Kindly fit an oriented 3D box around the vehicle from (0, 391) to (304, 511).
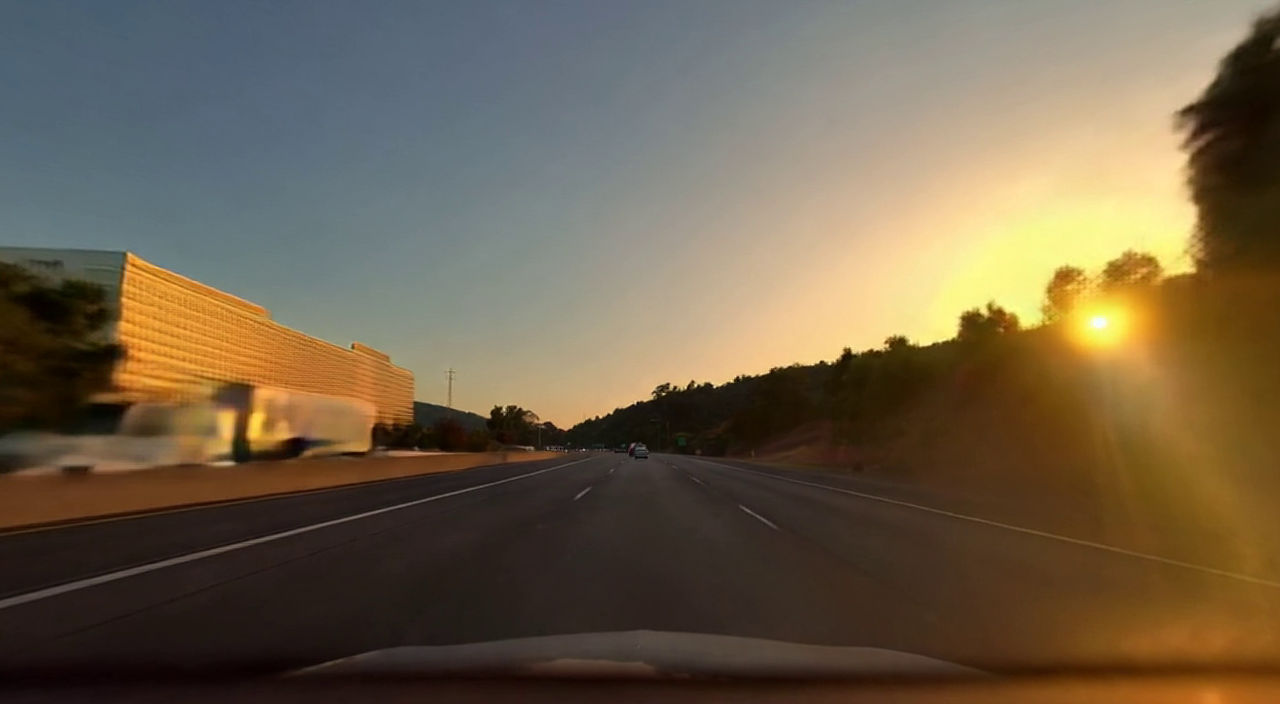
[{"bbox_3d":[-11.386,2.408,15.504,2.400,2.294,6.797,0,-9,1],"label":"vehicle"}]
